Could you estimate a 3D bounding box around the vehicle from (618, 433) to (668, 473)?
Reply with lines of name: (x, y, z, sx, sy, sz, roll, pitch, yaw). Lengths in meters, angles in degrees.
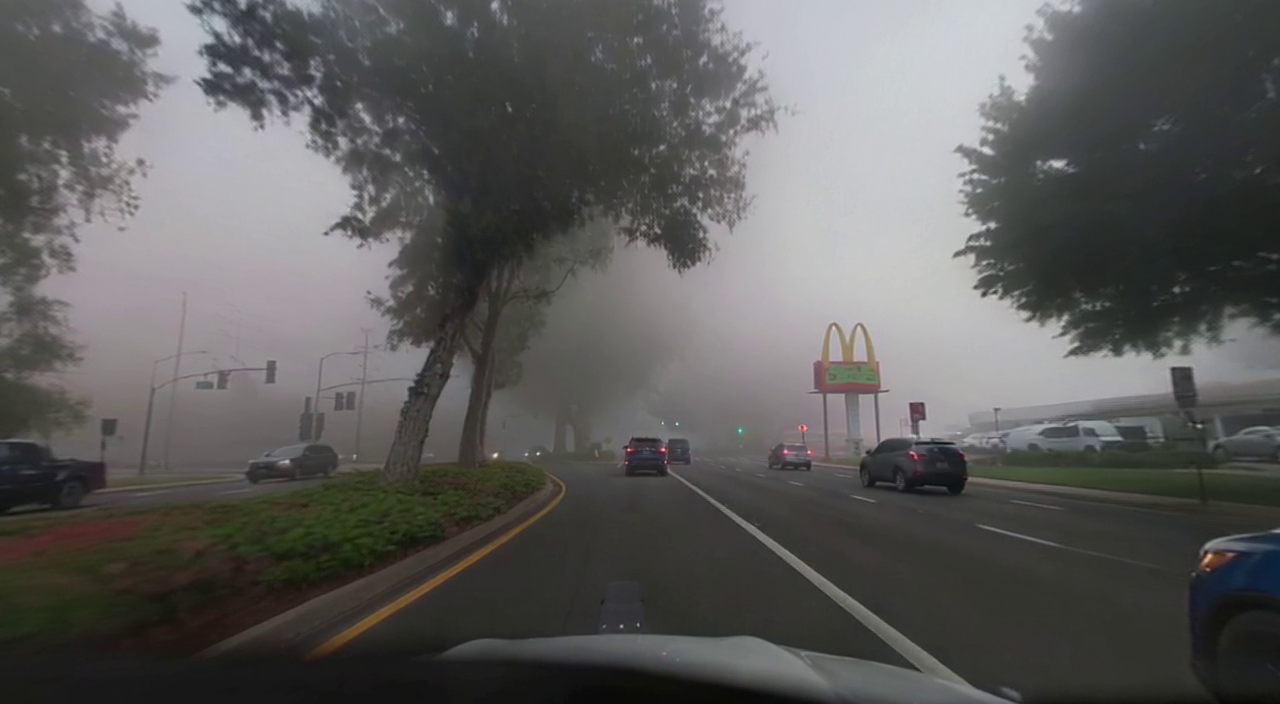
vehicle: (0.119, 5.261, 32.993, 2.402, 1.938, 4.535, 0, -9, -1)

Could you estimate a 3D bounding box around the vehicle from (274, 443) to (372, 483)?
vehicle: (-14.450, 5.084, 29.142, 2.136, 1.676, 4.371, -1, -9, 2)

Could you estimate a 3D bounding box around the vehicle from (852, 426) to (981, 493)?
vehicle: (8.142, 3.203, 19.130, 1.977, 1.786, 4.344, 0, -9, 1)

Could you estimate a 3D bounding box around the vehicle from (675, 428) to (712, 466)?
vehicle: (3.815, 6.844, 45.648, 2.239, 2.586, 4.586, 0, -8, 0)

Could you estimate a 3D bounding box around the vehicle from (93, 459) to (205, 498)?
vehicle: (-21.836, 5.600, 28.285, 1.879, 1.520, 3.830, 0, -9, 0)

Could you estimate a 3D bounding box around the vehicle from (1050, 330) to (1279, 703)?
vehicle: (3.503, 0.637, 1.488, 2.076, 1.716, 4.416, 0, -9, 0)

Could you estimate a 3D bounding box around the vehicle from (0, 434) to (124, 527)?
vehicle: (-13.943, 2.652, 13.103, 2.159, 1.836, 5.038, 0, -9, 0)

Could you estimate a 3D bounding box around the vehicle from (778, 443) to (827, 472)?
vehicle: (9.129, 5.938, 35.863, 1.879, 1.517, 4.006, -1, -9, 2)
